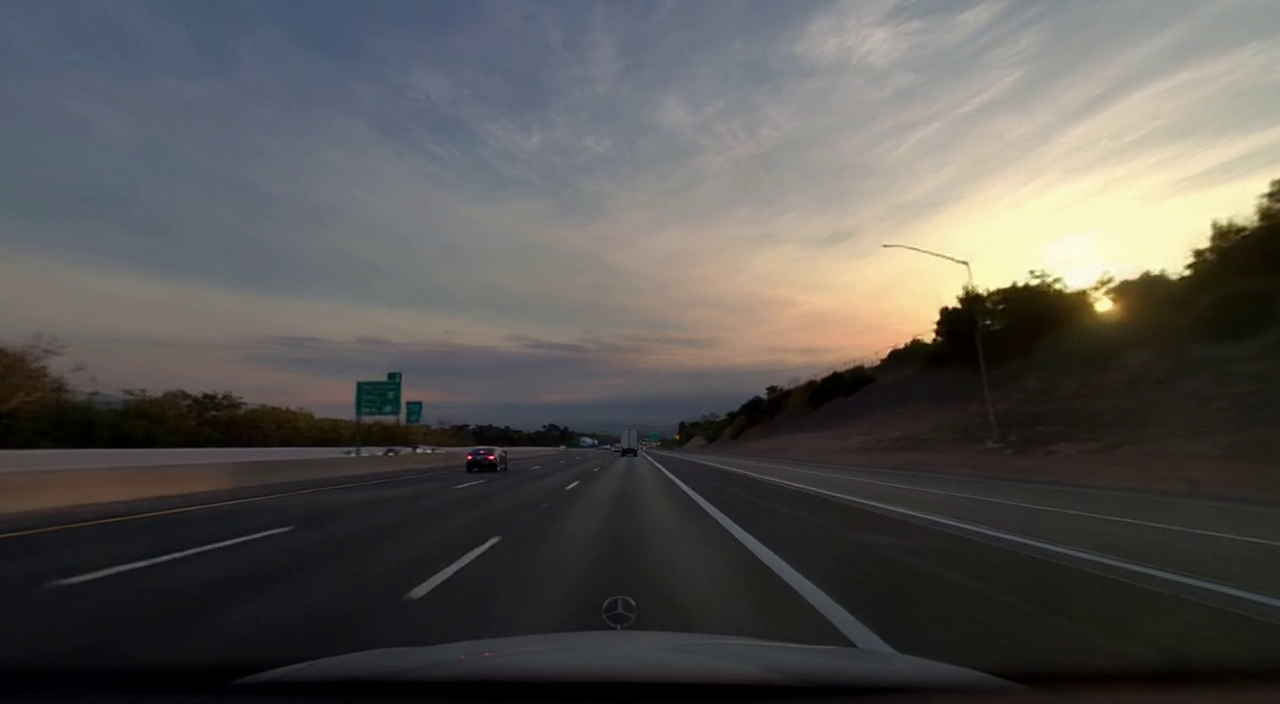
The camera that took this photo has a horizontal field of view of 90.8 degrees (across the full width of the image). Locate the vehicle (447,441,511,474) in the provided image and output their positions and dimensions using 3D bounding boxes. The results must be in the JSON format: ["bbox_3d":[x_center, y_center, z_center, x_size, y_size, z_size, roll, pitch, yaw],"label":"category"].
[{"bbox_3d":[-8.138,5.349,32.474,2.005,1.545,4.874,0,-8,0],"label":"vehicle"}]
